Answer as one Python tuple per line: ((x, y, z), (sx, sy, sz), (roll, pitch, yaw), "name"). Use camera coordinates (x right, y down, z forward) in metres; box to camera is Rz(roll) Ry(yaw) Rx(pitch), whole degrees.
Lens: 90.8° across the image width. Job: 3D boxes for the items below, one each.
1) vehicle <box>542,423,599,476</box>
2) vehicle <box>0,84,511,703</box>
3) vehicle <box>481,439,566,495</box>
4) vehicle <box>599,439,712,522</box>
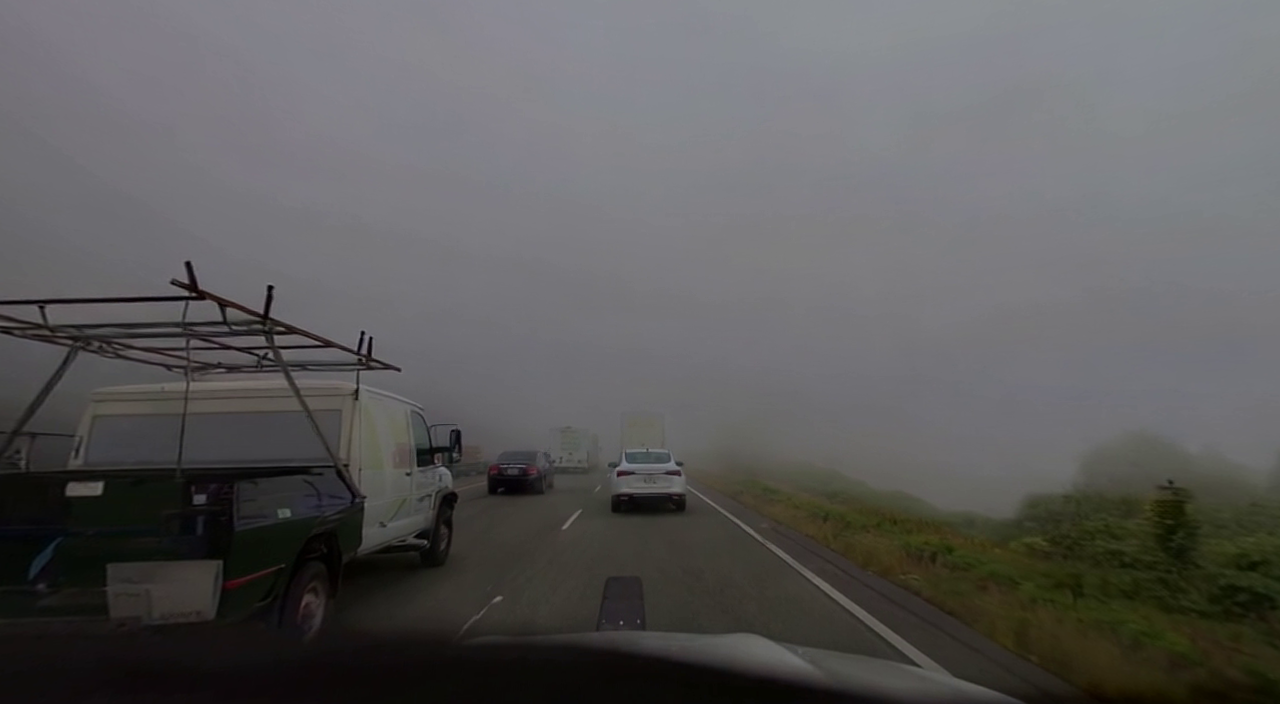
((-3.658, 5.316, 34.418), (2.290, 2.613, 5.975), (0, -9, 1), "vehicle")
((-2.998, 0.849, 5.542), (2.289, 2.757, 6.726), (0, -9, 0), "vehicle")
((-3.650, 3.687, 20.506), (1.963, 1.627, 3.849), (0, -9, 1), "vehicle")
((0.266, 2.637, 13.414), (2.063, 1.507, 3.488), (0, -9, -1), "vehicle")
